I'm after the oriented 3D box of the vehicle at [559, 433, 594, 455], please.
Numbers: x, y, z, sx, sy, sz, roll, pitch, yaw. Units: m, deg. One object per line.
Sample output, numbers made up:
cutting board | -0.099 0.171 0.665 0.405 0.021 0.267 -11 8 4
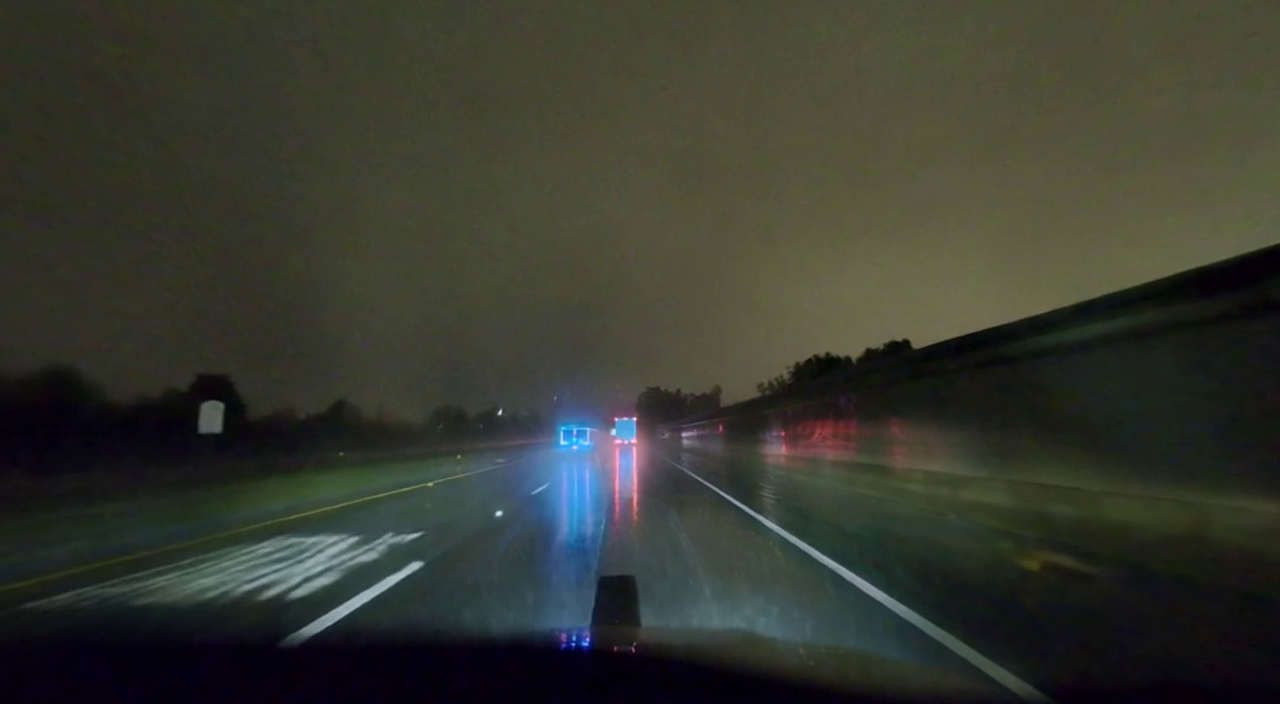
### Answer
vehicle | -4.733 6.879 47.418 2.302 1.523 4.383 0 -8 -1
